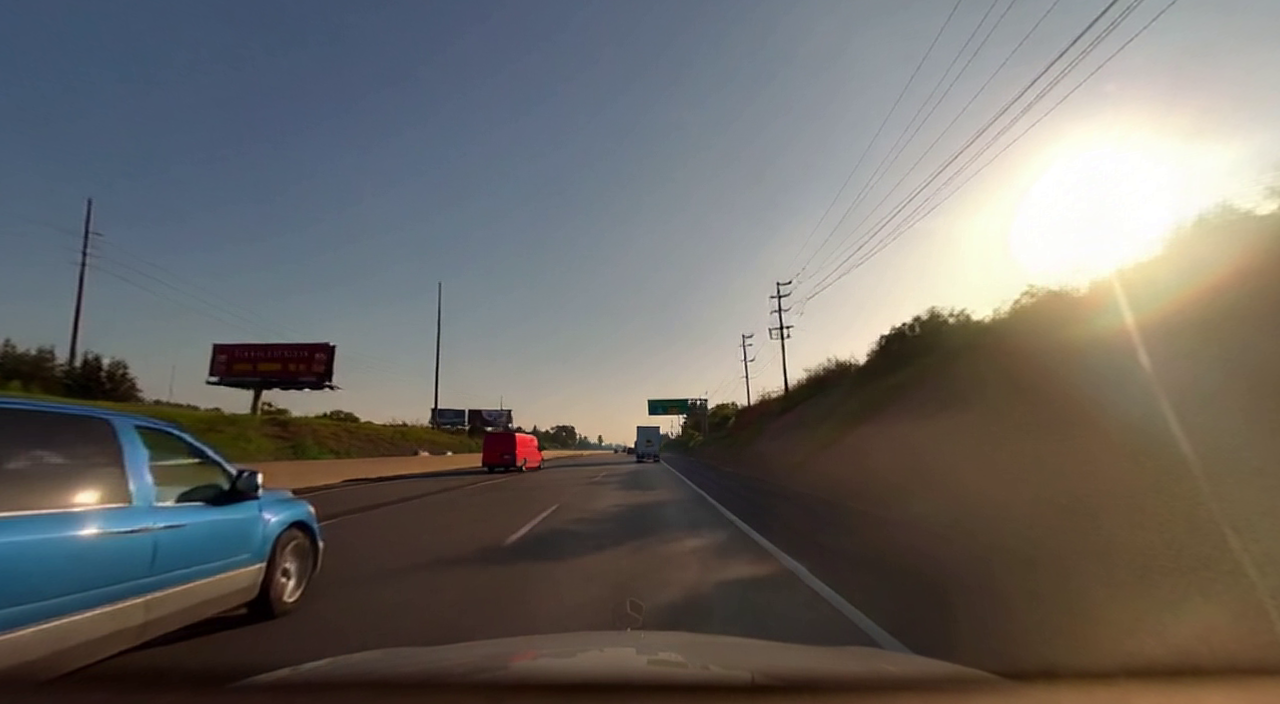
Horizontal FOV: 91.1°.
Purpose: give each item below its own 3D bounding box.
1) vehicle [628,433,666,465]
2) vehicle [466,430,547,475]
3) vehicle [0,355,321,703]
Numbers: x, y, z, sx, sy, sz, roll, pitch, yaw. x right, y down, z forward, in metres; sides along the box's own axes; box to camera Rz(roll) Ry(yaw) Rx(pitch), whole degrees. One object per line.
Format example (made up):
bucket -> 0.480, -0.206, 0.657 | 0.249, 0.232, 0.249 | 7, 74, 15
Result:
vehicle -> 0.537, 7.326, 47.533 | 2.692, 2.279, 5.695 | 0, -8, 0
vehicle -> -6.902, 5.307, 33.450 | 2.695, 2.084, 6.836 | 0, -8, 1
vehicle -> -3.916, 0.940, 3.118 | 2.145, 1.730, 4.729 | 0, -8, 0
